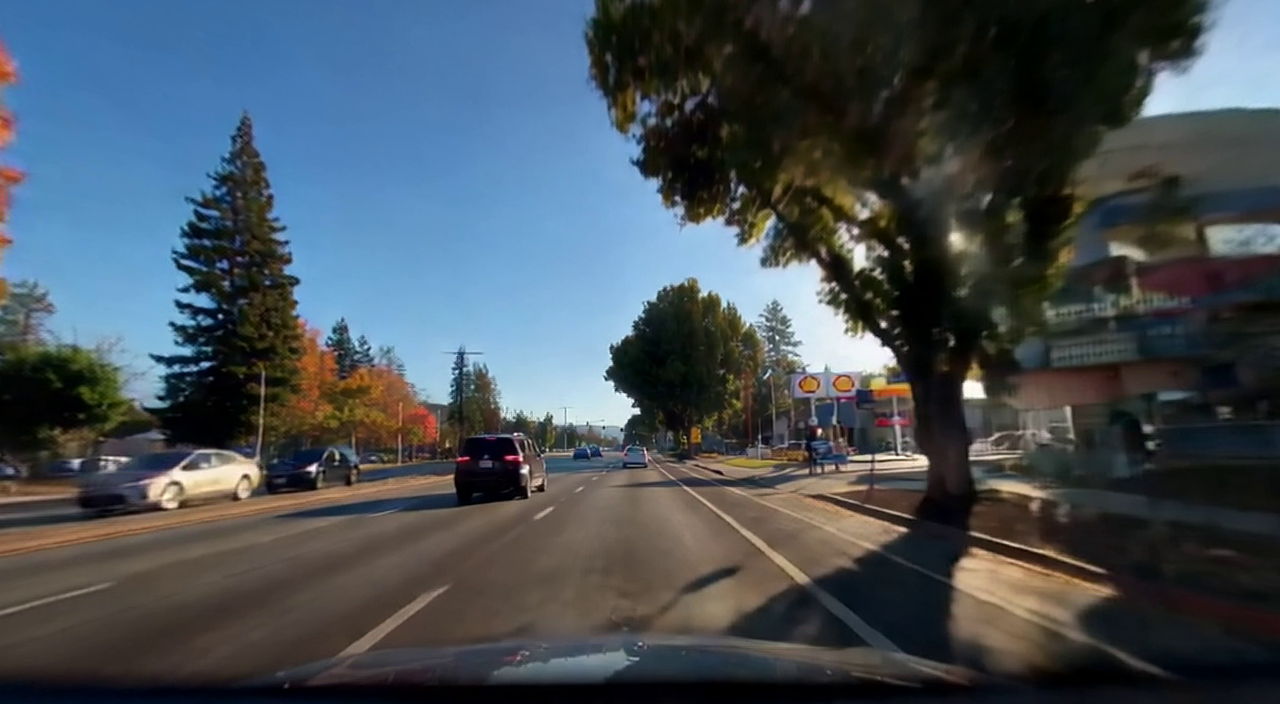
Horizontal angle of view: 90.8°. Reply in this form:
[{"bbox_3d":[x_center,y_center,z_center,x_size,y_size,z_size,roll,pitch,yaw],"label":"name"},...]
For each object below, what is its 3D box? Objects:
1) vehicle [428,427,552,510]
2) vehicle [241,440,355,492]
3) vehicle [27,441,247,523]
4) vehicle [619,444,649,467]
[{"bbox_3d":[-3.555,2.845,15.957,1.985,1.772,4.479,0,-8,0],"label":"vehicle"},{"bbox_3d":[-11.807,3.935,22.172,1.893,1.622,4.161,1,-8,-4],"label":"vehicle"},{"bbox_3d":[-11.839,3.018,15.350,1.861,1.550,4.321,-4,-8,-1],"label":"vehicle"},{"bbox_3d":[-0.421,7.793,47.736,2.190,1.662,4.167,0,-8,1],"label":"vehicle"}]
